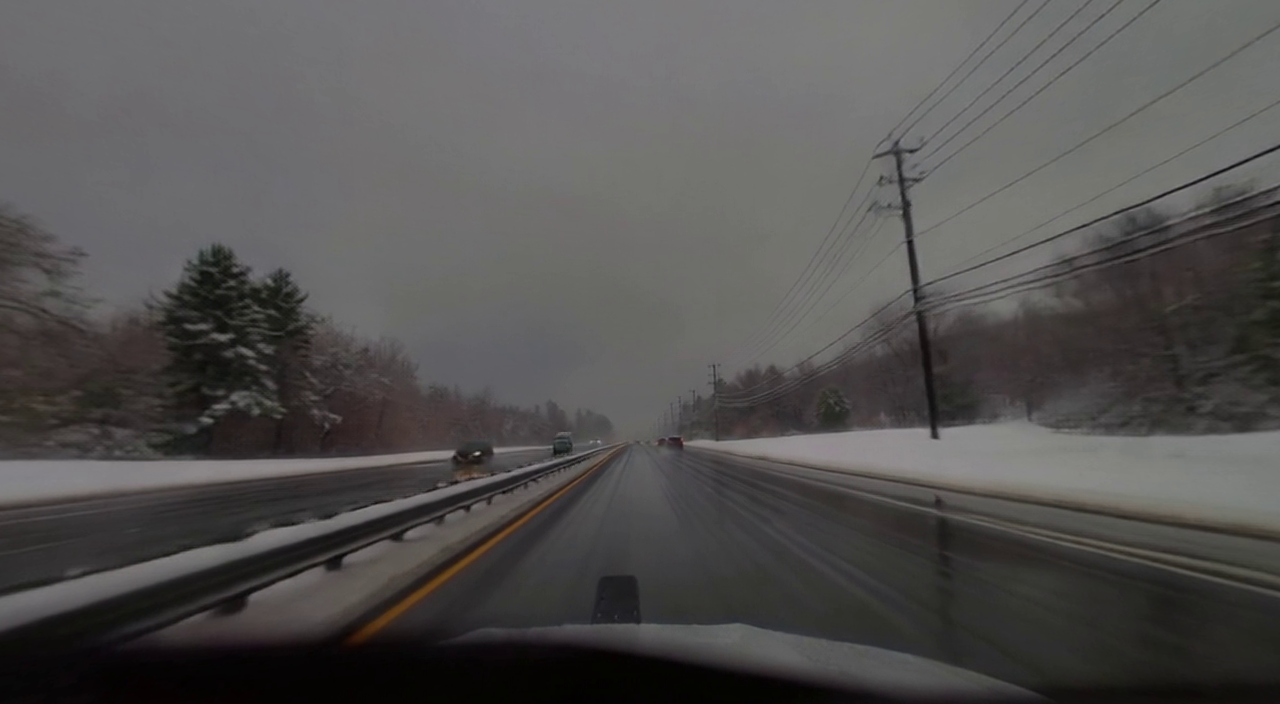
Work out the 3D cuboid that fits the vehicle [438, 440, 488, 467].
[{"bbox_3d":[-11.471,6.608,41.108,1.954,1.613,4.429,-1,-8,0],"label":"vehicle"}]
